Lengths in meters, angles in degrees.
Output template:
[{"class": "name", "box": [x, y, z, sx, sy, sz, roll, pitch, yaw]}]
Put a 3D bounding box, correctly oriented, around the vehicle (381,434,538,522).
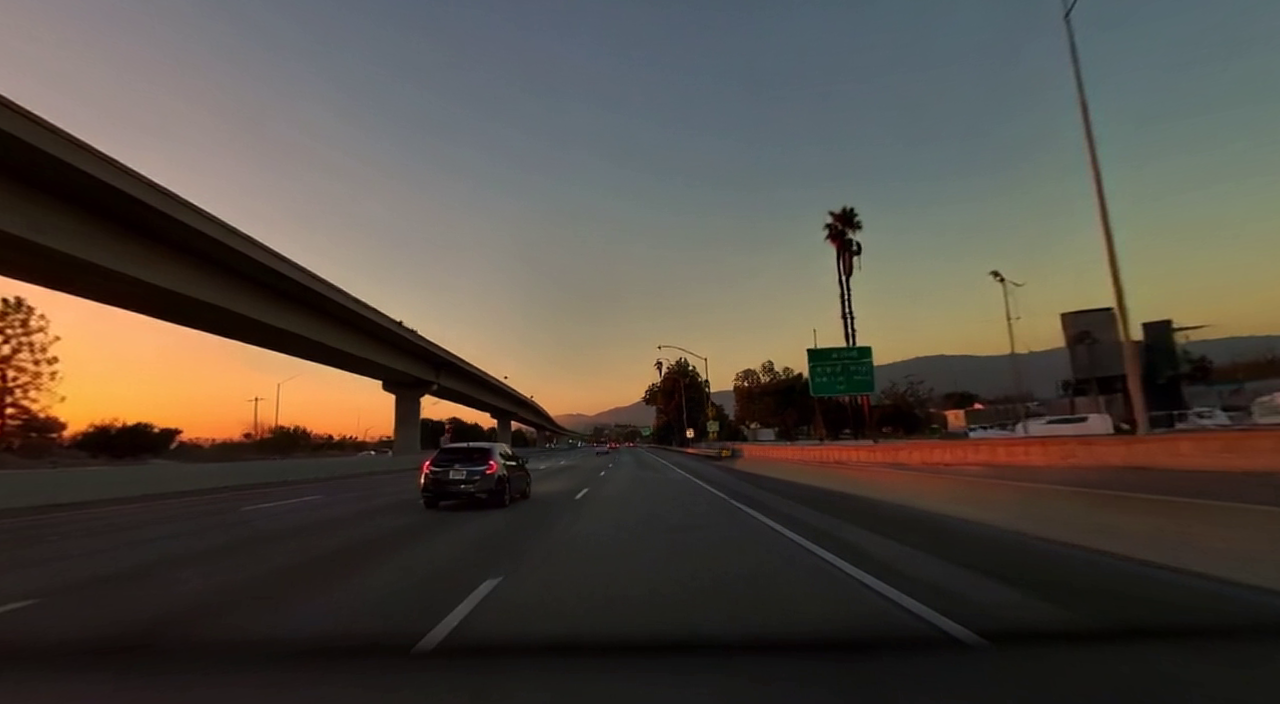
[{"class": "vehicle", "box": [-3.511, 2.543, 13.369, 1.978, 1.499, 4.695, 0, -8, -1]}]
